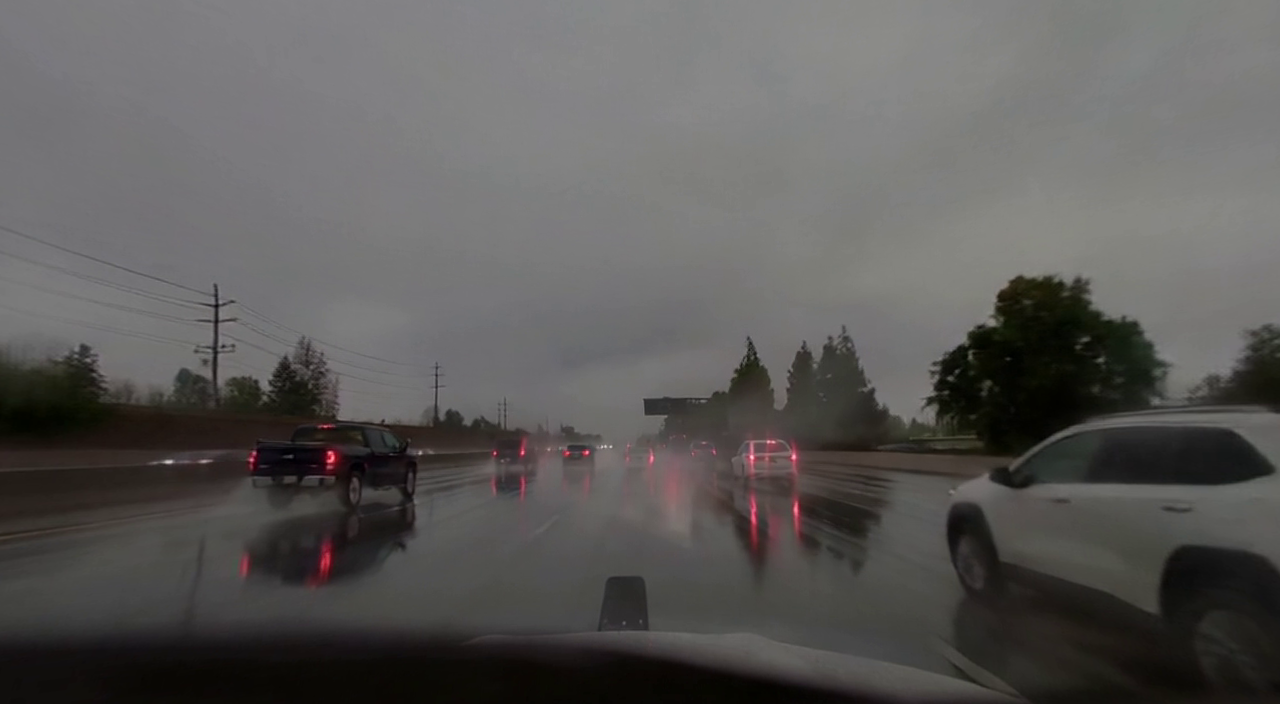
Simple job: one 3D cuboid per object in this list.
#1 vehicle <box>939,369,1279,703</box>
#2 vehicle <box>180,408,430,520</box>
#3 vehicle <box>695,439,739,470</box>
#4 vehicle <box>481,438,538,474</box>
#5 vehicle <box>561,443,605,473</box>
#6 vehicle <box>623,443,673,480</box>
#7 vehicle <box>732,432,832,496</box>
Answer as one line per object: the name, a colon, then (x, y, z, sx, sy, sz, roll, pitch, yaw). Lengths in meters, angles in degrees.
vehicle: (3.619, 0.980, 3.263, 2.051, 1.595, 4.301, 0, -9, 1)
vehicle: (-6.870, 2.404, 14.037, 2.269, 1.936, 5.777, 0, -9, 2)
vehicle: (4.671, 6.298, 38.935, 2.195, 1.778, 4.455, 0, -9, 1)
vehicle: (-6.643, 5.356, 32.650, 1.978, 1.680, 4.263, 0, -9, 1)
vehicle: (-2.972, 5.616, 33.561, 1.904, 1.479, 4.274, 0, -9, 1)
vehicle: (0.326, 4.650, 27.000, 1.966, 1.444, 3.986, 0, -9, 0)
vehicle: (4.164, 3.355, 19.232, 2.002, 1.691, 4.290, 0, -9, 0)
